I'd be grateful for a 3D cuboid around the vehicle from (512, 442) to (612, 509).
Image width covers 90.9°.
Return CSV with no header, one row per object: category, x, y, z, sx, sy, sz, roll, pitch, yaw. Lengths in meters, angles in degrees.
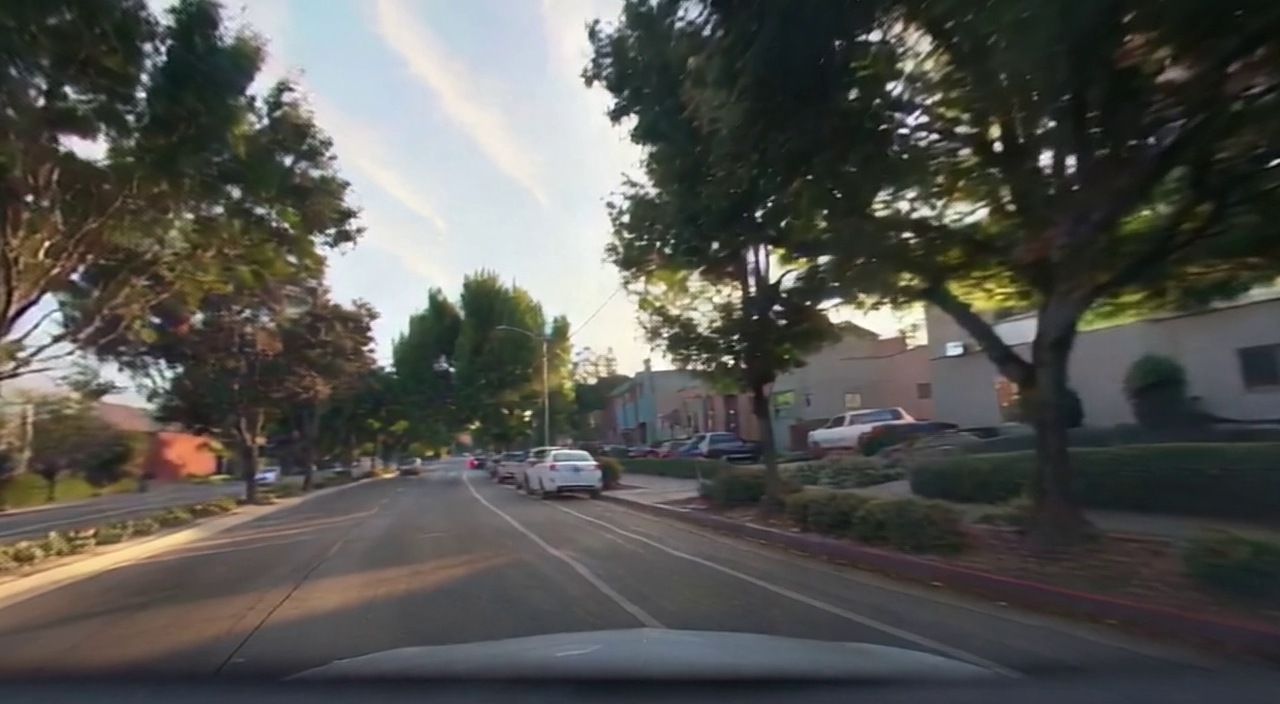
vehicle,-2.564,3.675,19.527,2.078,1.738,5.133,2,-9,-18
